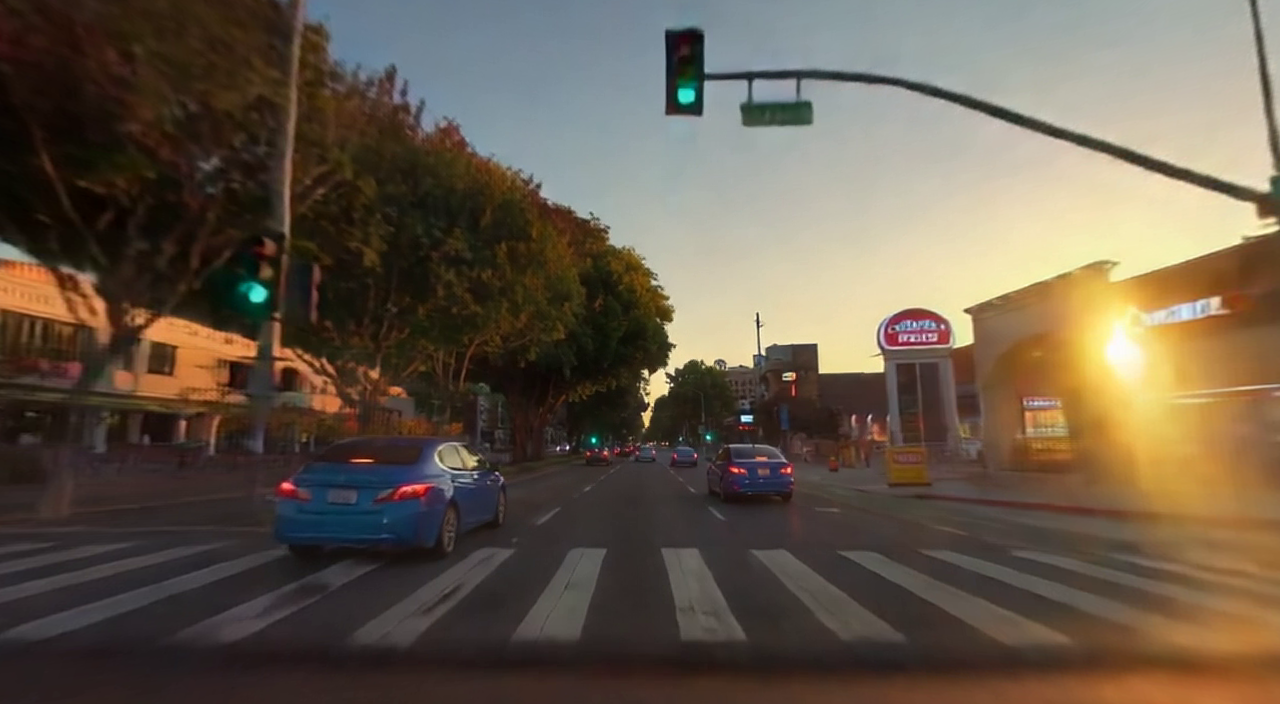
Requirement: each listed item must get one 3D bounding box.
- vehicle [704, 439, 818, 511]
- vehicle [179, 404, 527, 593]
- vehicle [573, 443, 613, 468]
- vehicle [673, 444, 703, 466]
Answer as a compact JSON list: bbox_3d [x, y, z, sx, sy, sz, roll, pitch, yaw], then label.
[{"bbox_3d":[2.785,2.911,15.521,1.946,1.513,4.133,0,-8,0],"label":"vehicle"},{"bbox_3d":[-2.969,1.635,8.094,2.032,1.639,5.037,0,-8,1],"label":"vehicle"},{"bbox_3d":[-2.904,6.509,39.820,2.040,1.471,4.211,0,-8,2],"label":"vehicle"},{"bbox_3d":[3.558,7.753,47.493,1.931,1.552,4.125,0,-8,1],"label":"vehicle"}]
